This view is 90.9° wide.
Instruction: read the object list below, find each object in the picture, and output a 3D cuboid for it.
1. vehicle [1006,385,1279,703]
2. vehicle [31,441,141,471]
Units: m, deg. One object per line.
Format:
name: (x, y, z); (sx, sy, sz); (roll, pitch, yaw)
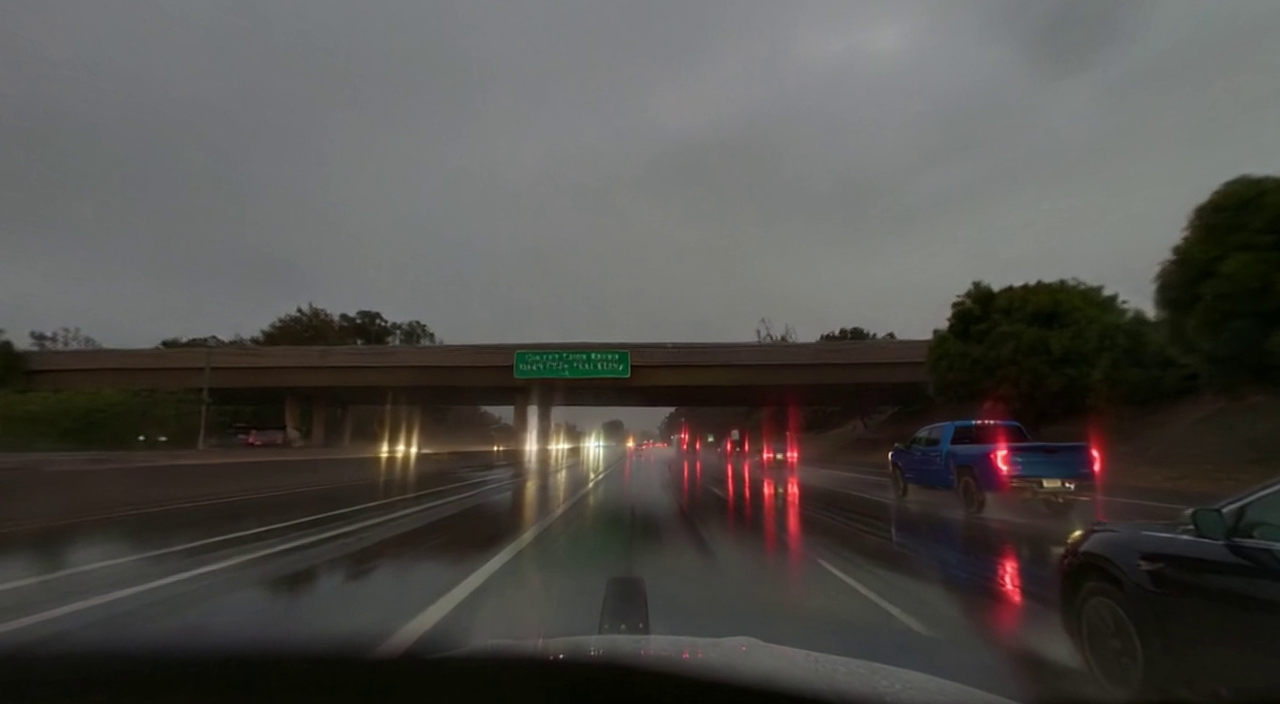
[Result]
vehicle: (3.214, 0.749, 1.241); (2.119, 1.524, 4.807); (0, -8, 0)
vehicle: (-32.090, 6.042, 36.765); (1.965, 1.603, 4.660); (-1, -8, 4)
